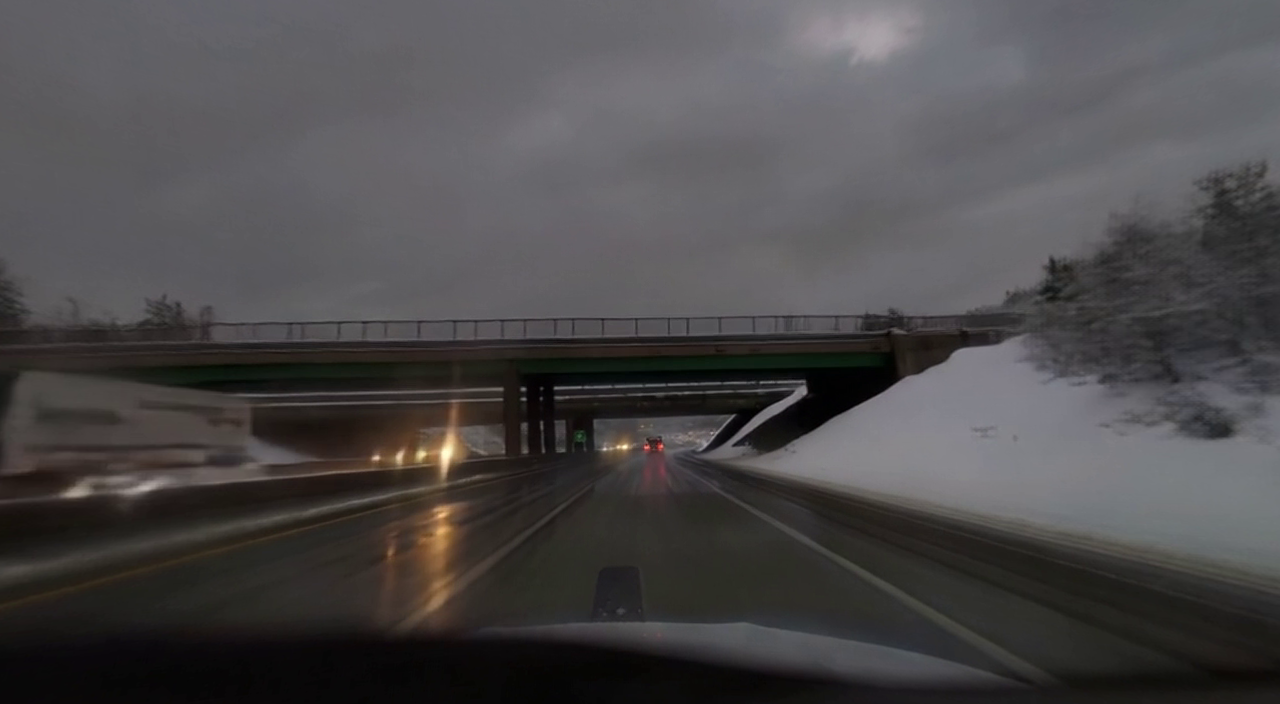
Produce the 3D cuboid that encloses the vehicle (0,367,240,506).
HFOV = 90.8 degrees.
[{"bbox_3d":[-20.320,3.059,22.202,2.930,4.046,14.334,0,-9,1],"label":"vehicle"}]

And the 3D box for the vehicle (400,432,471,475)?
[{"bbox_3d":[-13.244,6.641,41.426,2.269,2.531,6.872,0,-9,1],"label":"vehicle"}]

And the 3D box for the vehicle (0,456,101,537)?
[{"bbox_3d":[-12.817,2.687,11.709,1.897,1.461,4.172,0,-9,0],"label":"vehicle"}]
